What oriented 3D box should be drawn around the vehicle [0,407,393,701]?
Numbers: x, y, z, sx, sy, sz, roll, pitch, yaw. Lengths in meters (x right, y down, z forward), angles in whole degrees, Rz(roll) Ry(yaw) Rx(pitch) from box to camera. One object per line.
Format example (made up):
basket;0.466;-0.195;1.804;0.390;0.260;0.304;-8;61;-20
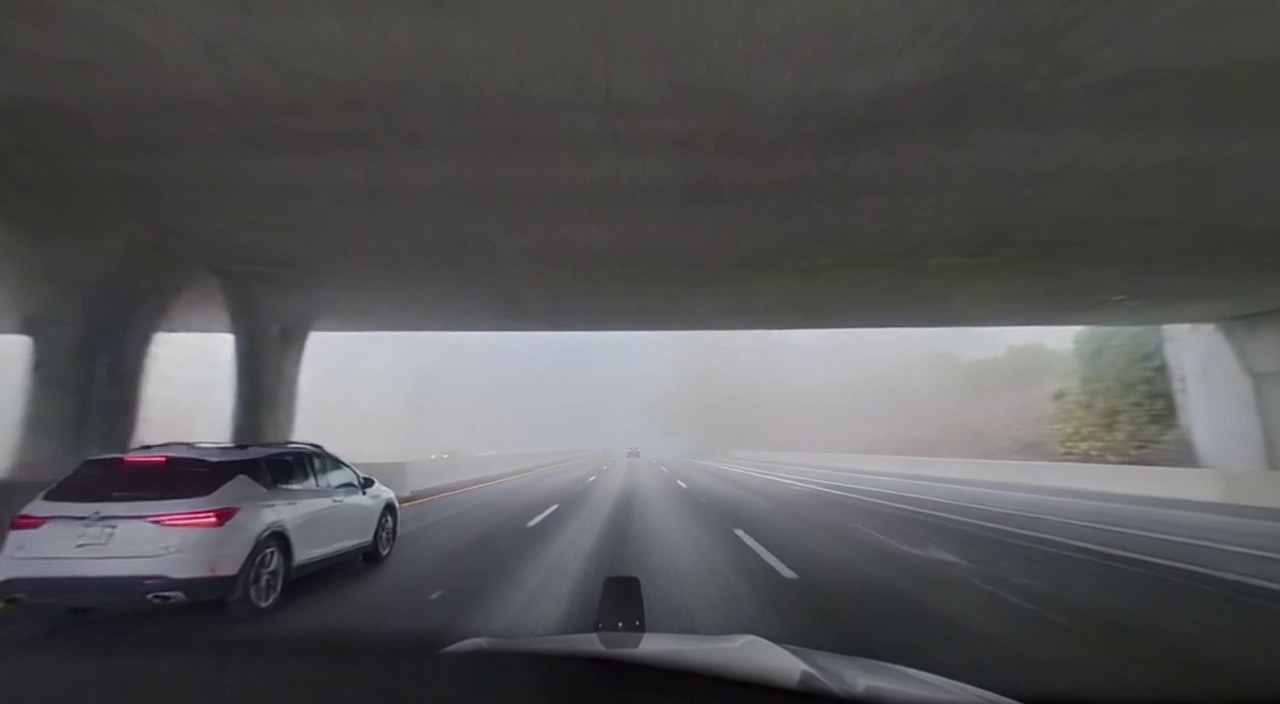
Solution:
vehicle;-4.075;1.404;5.556;2.050;1.547;4.266;0;-9;0
